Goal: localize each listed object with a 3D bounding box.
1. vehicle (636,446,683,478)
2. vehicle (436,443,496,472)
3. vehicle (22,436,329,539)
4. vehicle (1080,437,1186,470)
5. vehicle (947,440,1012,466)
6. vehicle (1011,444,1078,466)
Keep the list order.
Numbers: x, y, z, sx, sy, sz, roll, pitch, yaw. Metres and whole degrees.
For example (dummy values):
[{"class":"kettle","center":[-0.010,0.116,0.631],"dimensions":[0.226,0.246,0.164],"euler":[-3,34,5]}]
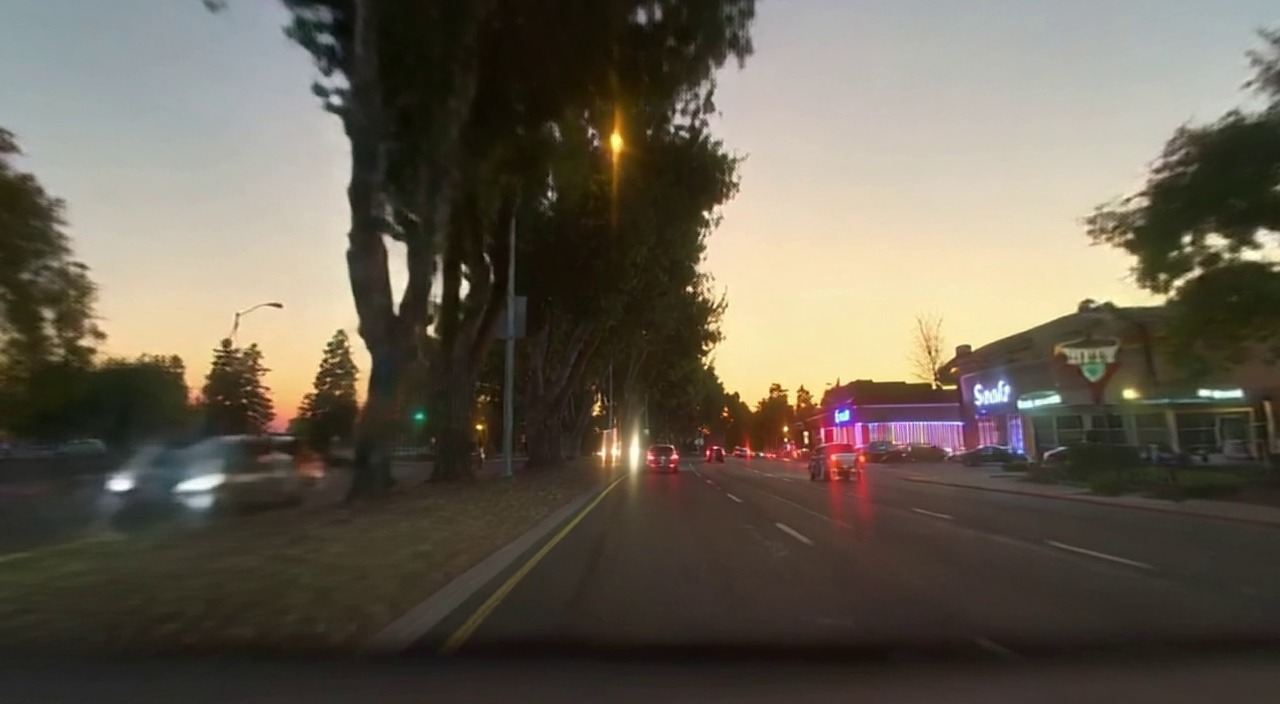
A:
[{"class":"vehicle","center":[0.981,5.304,30.752],"dimensions":[2.095,1.456,3.873],"euler":[-1,-9,3]},{"class":"vehicle","center":[-10.384,6.307,38.068],"dimensions":[1.987,1.626,4.654],"euler":[-1,-9,4]},{"class":"vehicle","center":[-8.053,2.363,11.749],"dimensions":[2.063,1.483,4.751],"euler":[-1,-9,1]},{"class":"vehicle","center":[24.194,5.048,31.239],"dimensions":[1.780,1.463,4.112],"euler":[-1,-10,-2]},{"class":"vehicle","center":[23.226,6.932,43.363],"dimensions":[1.864,1.655,4.179],"euler":[0,-9,-4]},{"class":"vehicle","center":[28.206,7.173,44.198],"dimensions":[1.844,1.481,3.904],"euler":[0,-9,-4]}]
